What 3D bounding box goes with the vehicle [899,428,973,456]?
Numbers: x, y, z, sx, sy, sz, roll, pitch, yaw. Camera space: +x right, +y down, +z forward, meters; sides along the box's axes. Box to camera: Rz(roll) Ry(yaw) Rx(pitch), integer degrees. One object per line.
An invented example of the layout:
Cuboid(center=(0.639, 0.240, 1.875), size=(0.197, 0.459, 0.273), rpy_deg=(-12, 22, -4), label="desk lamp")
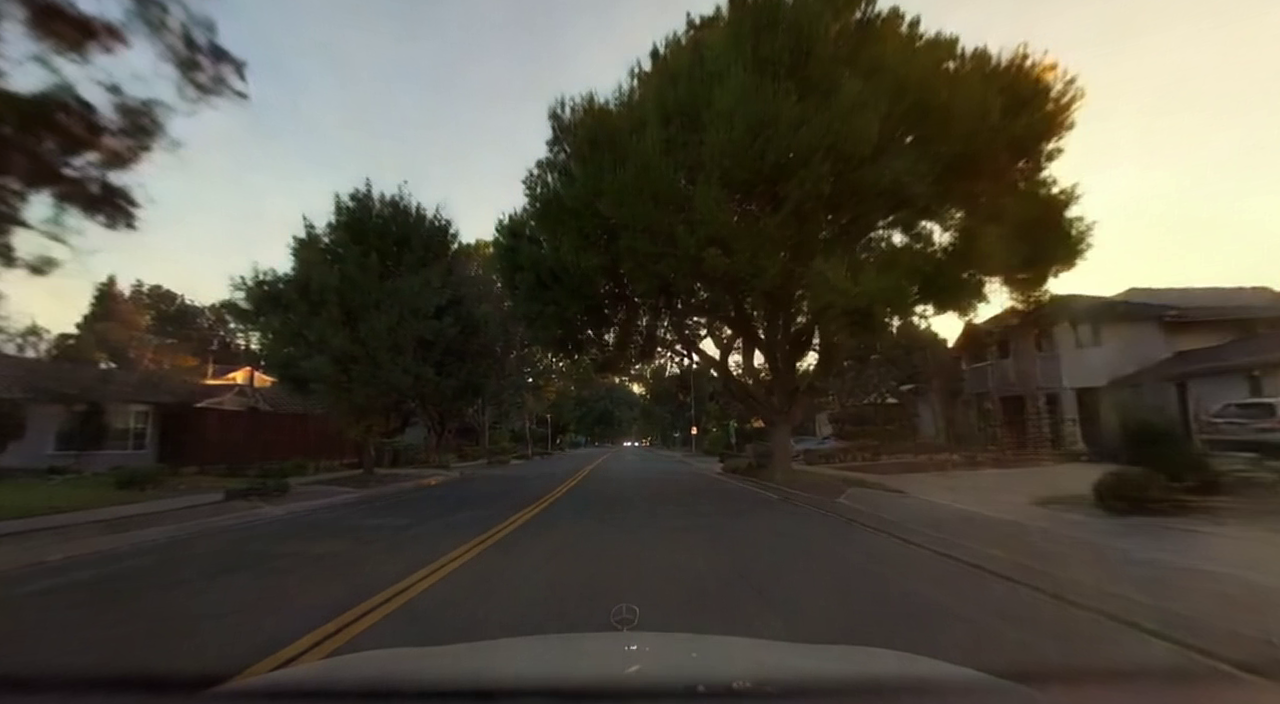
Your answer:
Cuboid(center=(16.331, 5.032, 35.050), size=(1.783, 1.431, 4.757), rpy_deg=(0, -9, 0), label="vehicle")
